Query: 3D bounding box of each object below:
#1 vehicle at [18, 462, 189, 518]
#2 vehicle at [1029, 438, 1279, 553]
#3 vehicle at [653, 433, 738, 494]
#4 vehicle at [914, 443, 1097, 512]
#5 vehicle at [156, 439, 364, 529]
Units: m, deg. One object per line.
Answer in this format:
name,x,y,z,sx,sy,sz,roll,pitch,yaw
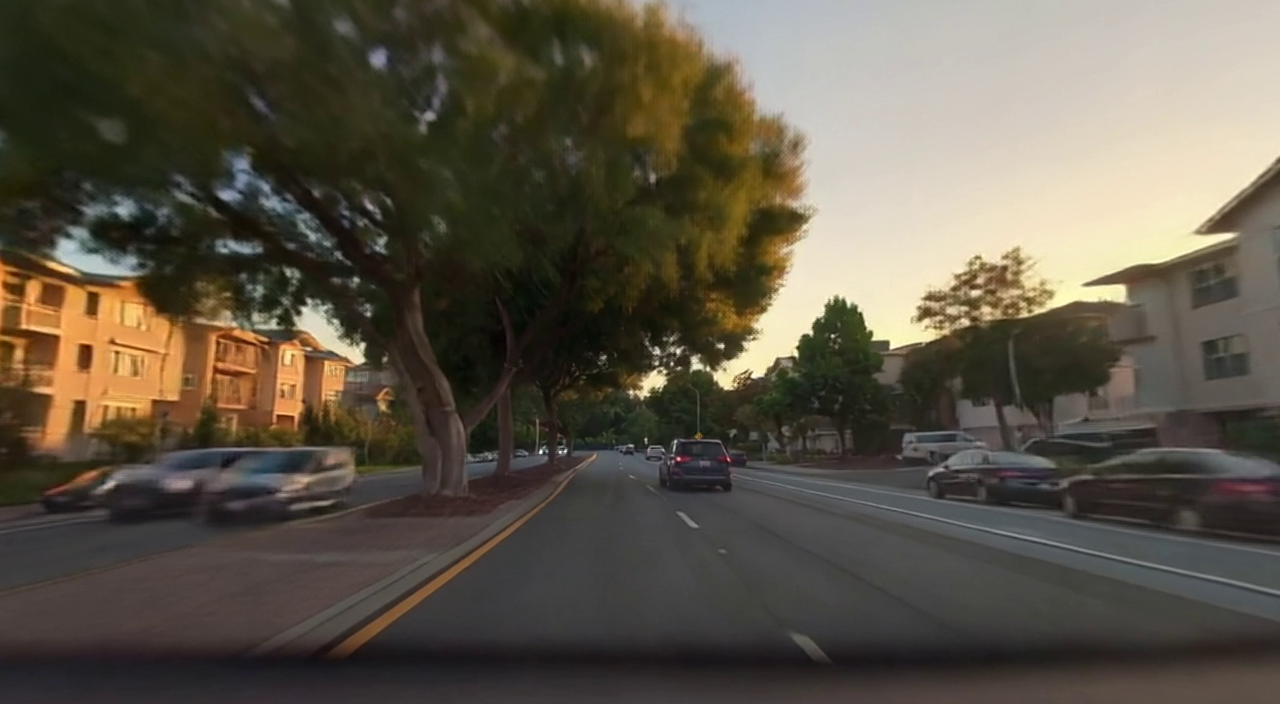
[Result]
vehicle,-18.629,4.770,22.326,1.979,1.489,4.902,-1,-8,-3
vehicle,9.200,2.221,10.560,1.936,1.485,5.111,0,-9,-3
vehicle,1.680,3.602,20.787,2.085,1.763,4.490,0,-9,-4
vehicle,8.986,3.085,16.101,1.858,1.489,4.556,0,-9,-1
vehicle,-8.208,2.844,14.283,2.033,1.685,4.420,0,-9,-2
